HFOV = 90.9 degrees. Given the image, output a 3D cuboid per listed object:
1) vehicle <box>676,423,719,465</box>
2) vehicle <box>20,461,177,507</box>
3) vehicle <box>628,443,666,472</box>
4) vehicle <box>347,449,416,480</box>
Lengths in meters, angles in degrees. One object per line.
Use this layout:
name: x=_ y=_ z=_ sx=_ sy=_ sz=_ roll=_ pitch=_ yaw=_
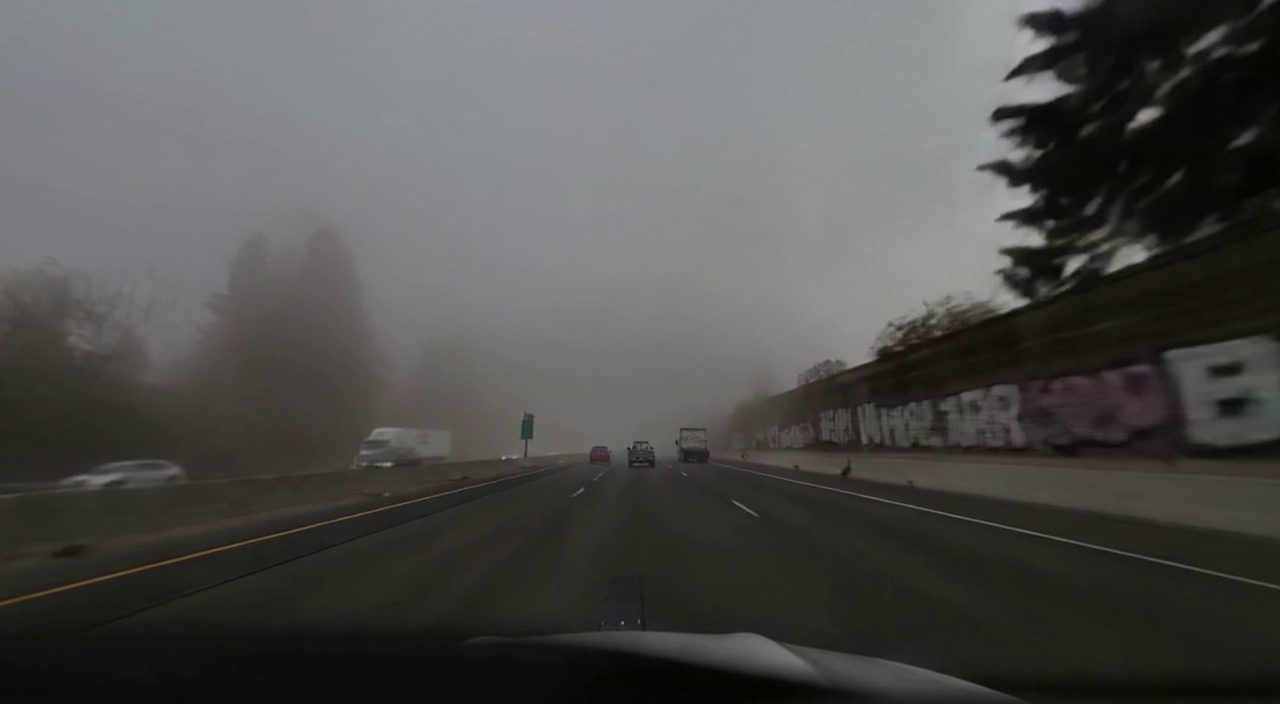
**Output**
vehicle: x=4.254 y=7.015 z=47.906 sx=2.549 sy=2.931 sz=6.310 roll=0 pitch=-9 yaw=-1
vehicle: x=-20.243 y=4.917 z=23.872 sx=1.843 sy=1.479 sz=4.544 roll=-1 pitch=-9 yaw=1
vehicle: x=0.343 y=5.813 z=34.866 sx=2.009 sy=1.506 sz=4.091 roll=0 pitch=-9 yaw=-1
vehicle: x=-13.115 y=5.706 z=32.271 sx=1.788 sy=1.470 sz=4.039 roll=0 pitch=-9 yaw=0
